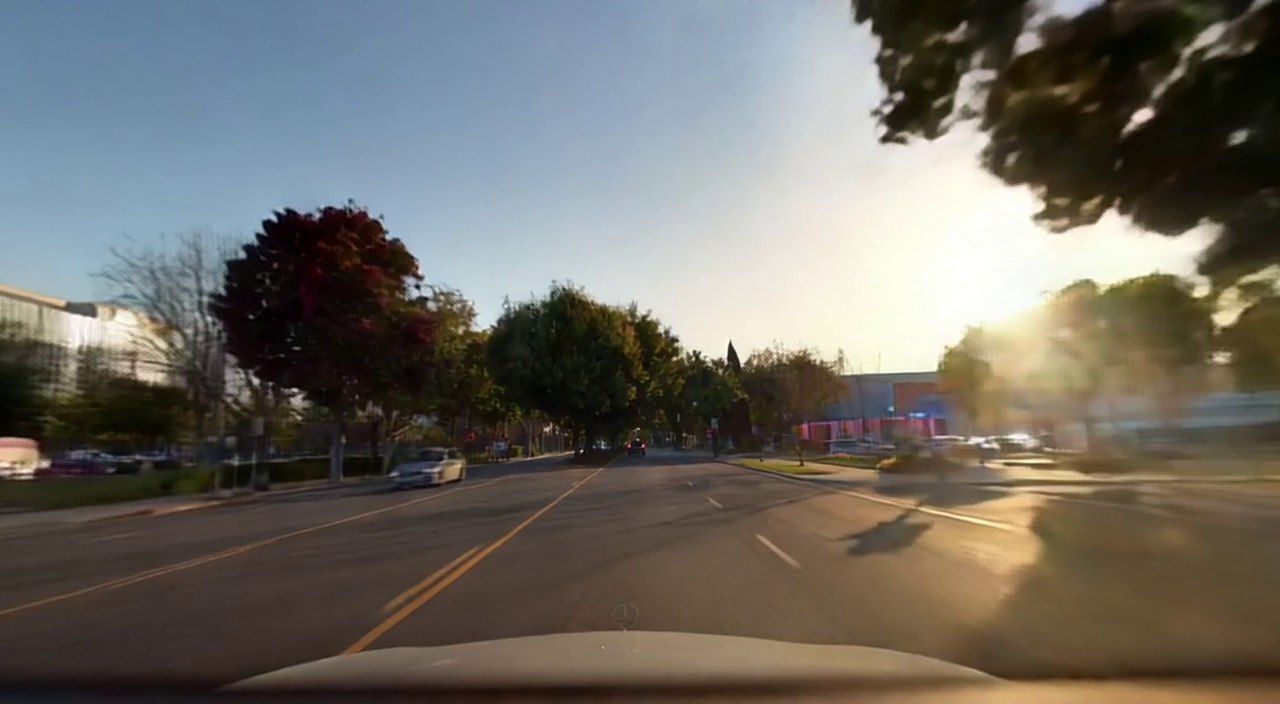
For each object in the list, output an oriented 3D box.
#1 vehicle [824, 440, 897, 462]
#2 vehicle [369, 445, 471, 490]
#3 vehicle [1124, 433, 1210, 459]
[{"bbox_3d":[16.676,7.512,47.934,4.665,1.570,2.080,0,-8,-1],"label":"vehicle"},{"bbox_3d":[-7.815,4.114,22.965,1.969,1.462,4.425,-1,-8,2],"label":"vehicle"},{"bbox_3d":[31.678,5.645,38.142,1.739,1.473,3.844,0,-8,-3],"label":"vehicle"}]
